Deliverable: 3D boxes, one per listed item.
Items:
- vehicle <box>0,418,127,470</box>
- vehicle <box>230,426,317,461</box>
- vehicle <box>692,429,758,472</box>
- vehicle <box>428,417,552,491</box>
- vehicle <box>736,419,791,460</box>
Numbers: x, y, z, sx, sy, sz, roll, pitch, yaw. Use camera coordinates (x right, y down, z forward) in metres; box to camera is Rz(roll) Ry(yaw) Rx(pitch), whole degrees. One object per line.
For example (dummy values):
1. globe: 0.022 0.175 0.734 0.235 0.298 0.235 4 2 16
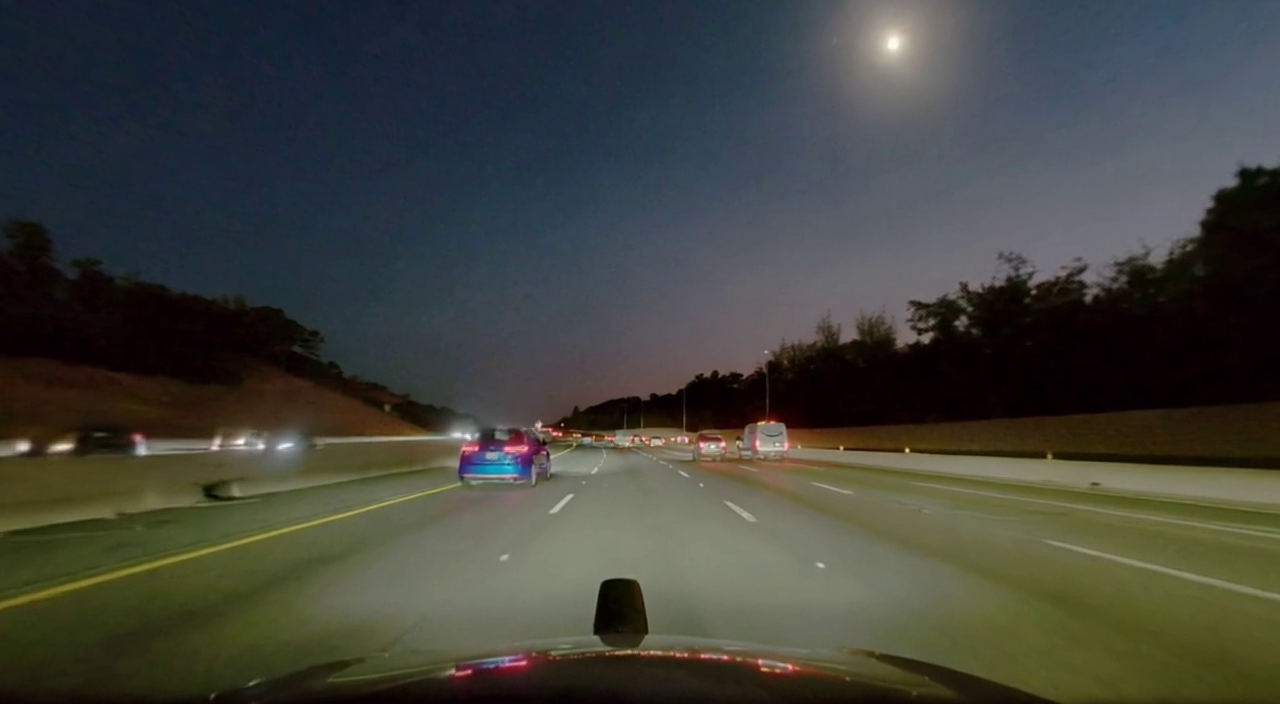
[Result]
1. vehicle: -22.185 3.467 23.664 1.945 1.750 4.683 0 -8 -2
2. vehicle: -18.458 4.662 32.041 1.836 1.616 4.380 0 -8 -1
3. vehicle: 3.660 4.357 27.940 2.141 1.732 4.279 0 -8 -3
4. vehicle: -4.228 3.028 19.045 2.331 1.884 5.787 0 -8 0
5. vehicle: 8.918 6.470 46.407 2.274 2.802 6.802 0 -8 -4
